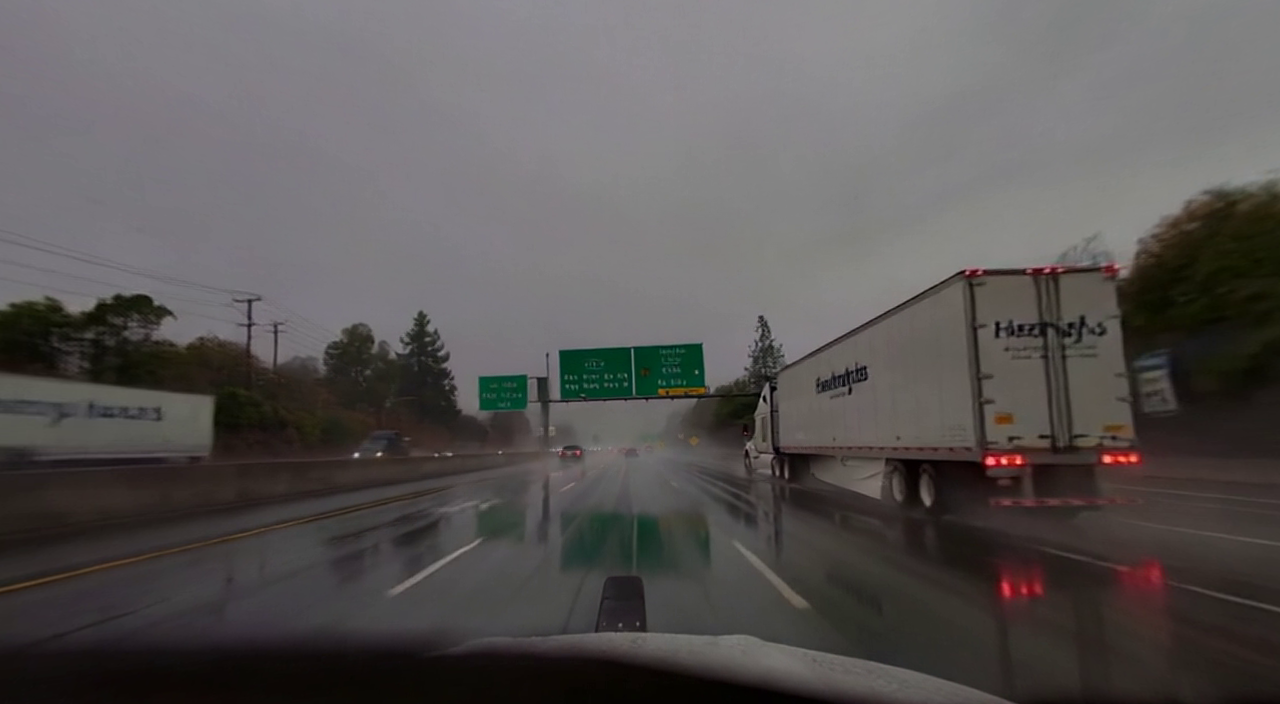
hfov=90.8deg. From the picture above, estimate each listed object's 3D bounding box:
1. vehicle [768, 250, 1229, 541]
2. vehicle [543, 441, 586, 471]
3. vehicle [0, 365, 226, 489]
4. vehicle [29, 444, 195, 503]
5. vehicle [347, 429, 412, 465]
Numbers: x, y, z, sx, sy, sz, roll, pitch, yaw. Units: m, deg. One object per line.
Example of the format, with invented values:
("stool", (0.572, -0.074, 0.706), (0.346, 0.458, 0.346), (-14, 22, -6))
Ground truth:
("vehicle", (6.658, 1.756, 16.951), (2.919, 4.195, 15.833), (0, -9, -1))
("vehicle", (-4.365, 6.092, 37.071), (2.027, 1.651, 4.099), (0, -9, 0))
("vehicle", (-21.549, 2.752, 22.375), (2.886, 3.845, 16.291), (0, -9, 0))
("vehicle", (-13.404, 3.062, 16.300), (1.465, 1.338, 3.232), (0, -9, 0))
("vehicle", (-17.978, 6.582, 43.867), (2.202, 2.326, 5.237), (-1, -9, 0))
